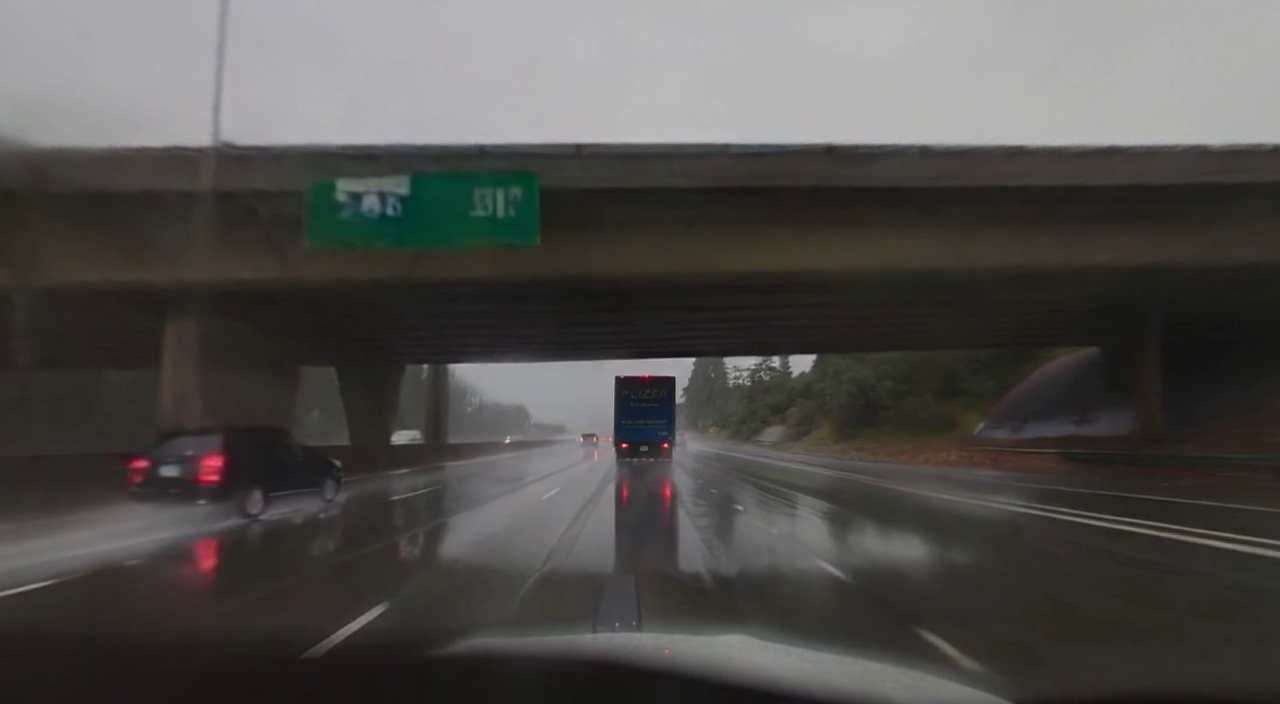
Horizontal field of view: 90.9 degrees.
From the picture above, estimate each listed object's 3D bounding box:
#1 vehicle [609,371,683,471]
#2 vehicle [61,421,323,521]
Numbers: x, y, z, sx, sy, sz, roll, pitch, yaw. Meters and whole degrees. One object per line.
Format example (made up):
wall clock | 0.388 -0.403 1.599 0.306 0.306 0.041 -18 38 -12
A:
vehicle | 0.126 3.520 30.840 2.926 3.959 11.818 0 -8 -1
vehicle | -8.085 2.152 11.975 2.041 1.566 3.986 0 -8 0
